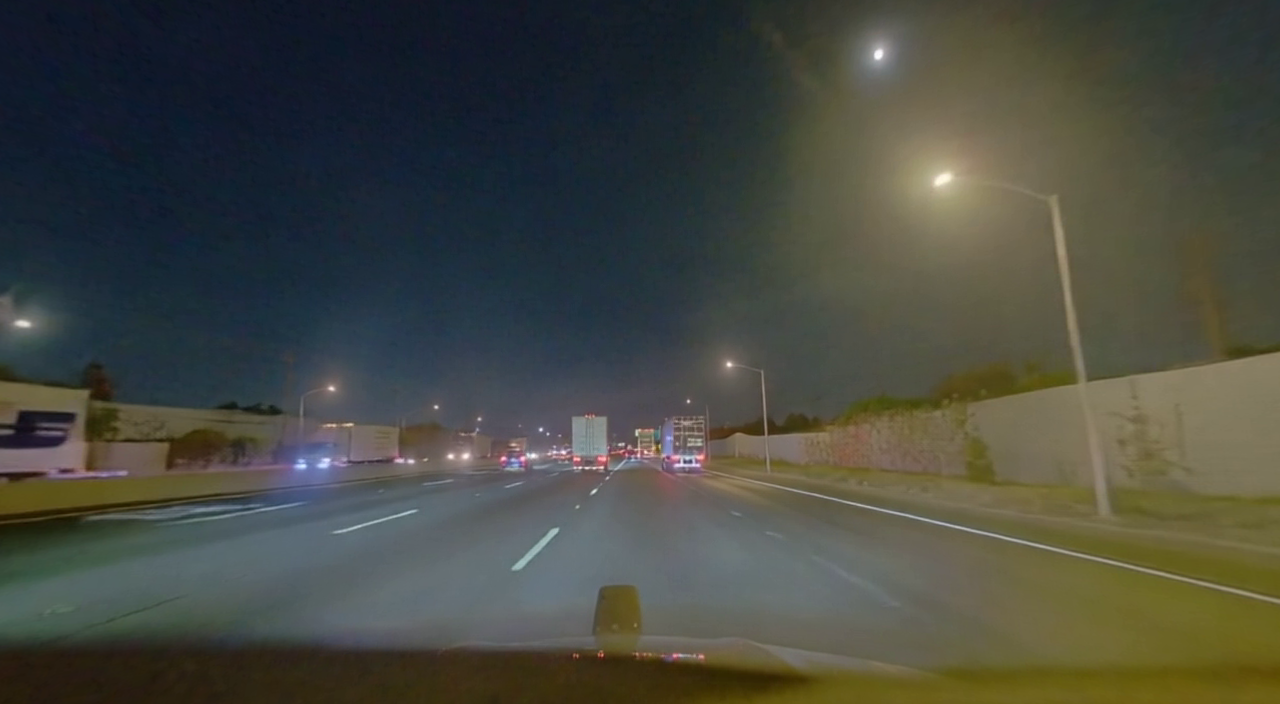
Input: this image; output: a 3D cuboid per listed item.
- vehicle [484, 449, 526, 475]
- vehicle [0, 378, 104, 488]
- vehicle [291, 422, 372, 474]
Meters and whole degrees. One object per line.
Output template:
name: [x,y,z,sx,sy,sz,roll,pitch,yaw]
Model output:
vehicle: [-9.175,7.489,43.439,2.132,1.679,4.045,0,-9,-2]
vehicle: [-23.375,2.406,19.318,2.759,3.747,13.134,0,-9,-1]
vehicle: [-23.425,7.332,48.427,3.021,3.620,6.267,0,-9,-1]
